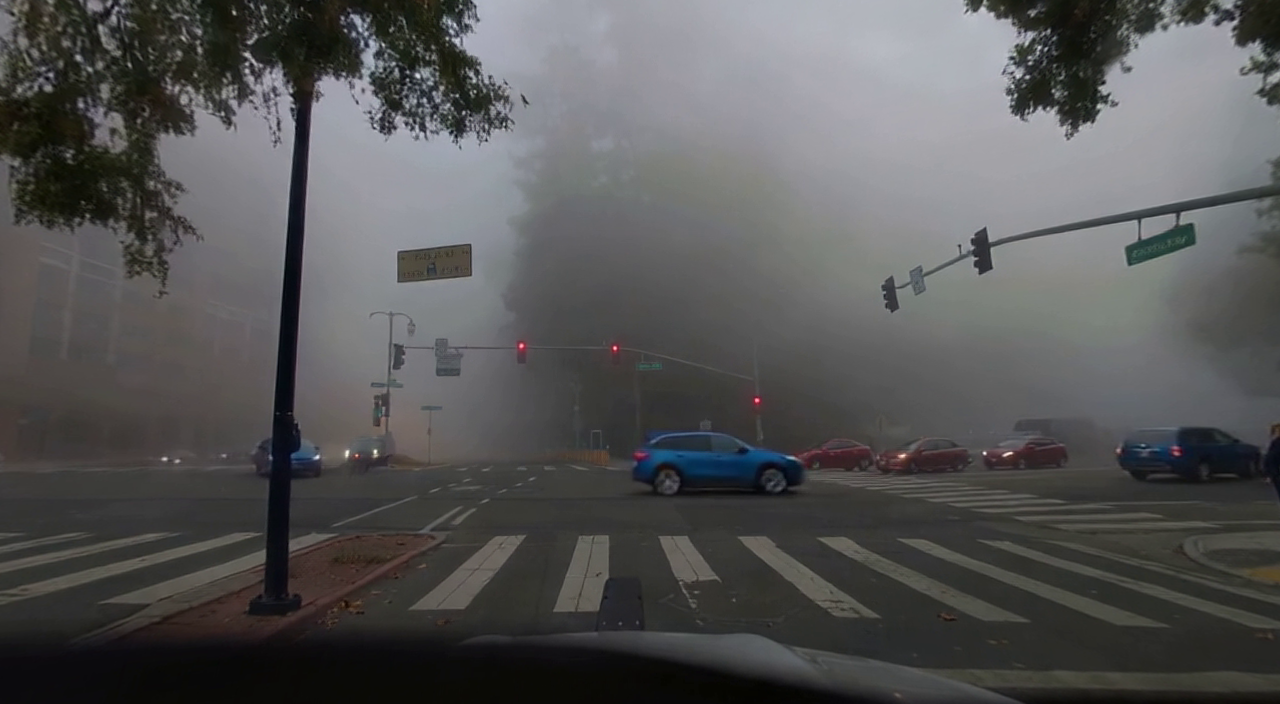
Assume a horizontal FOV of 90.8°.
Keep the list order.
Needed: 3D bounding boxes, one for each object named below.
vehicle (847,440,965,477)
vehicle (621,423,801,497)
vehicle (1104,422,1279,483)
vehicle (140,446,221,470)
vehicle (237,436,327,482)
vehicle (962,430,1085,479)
[{"bbox_3d":[11.566,4.627,27.573,4.317,1.491,1.896,1,-9,-10],"label":"vehicle"},{"bbox_3d":[1.848,2.880,17.040,4.509,1.821,2.066,-1,-8,6],"label":"vehicle"},{"bbox_3d":[18.726,3.329,21.231,6.196,1.777,2.457,4,-9,-28],"label":"vehicle"},{"bbox_3d":[-31.231,7.214,43.201,1.892,1.525,5.171,0,-8,-3],"label":"vehicle"},{"bbox_3d":[-13.545,3.980,23.793,2.007,1.540,4.312,7,-11,-40],"label":"vehicle"},{"bbox_3d":[15.271,4.033,25.103,4.742,1.762,2.180,5,-10,-33],"label":"vehicle"}]
